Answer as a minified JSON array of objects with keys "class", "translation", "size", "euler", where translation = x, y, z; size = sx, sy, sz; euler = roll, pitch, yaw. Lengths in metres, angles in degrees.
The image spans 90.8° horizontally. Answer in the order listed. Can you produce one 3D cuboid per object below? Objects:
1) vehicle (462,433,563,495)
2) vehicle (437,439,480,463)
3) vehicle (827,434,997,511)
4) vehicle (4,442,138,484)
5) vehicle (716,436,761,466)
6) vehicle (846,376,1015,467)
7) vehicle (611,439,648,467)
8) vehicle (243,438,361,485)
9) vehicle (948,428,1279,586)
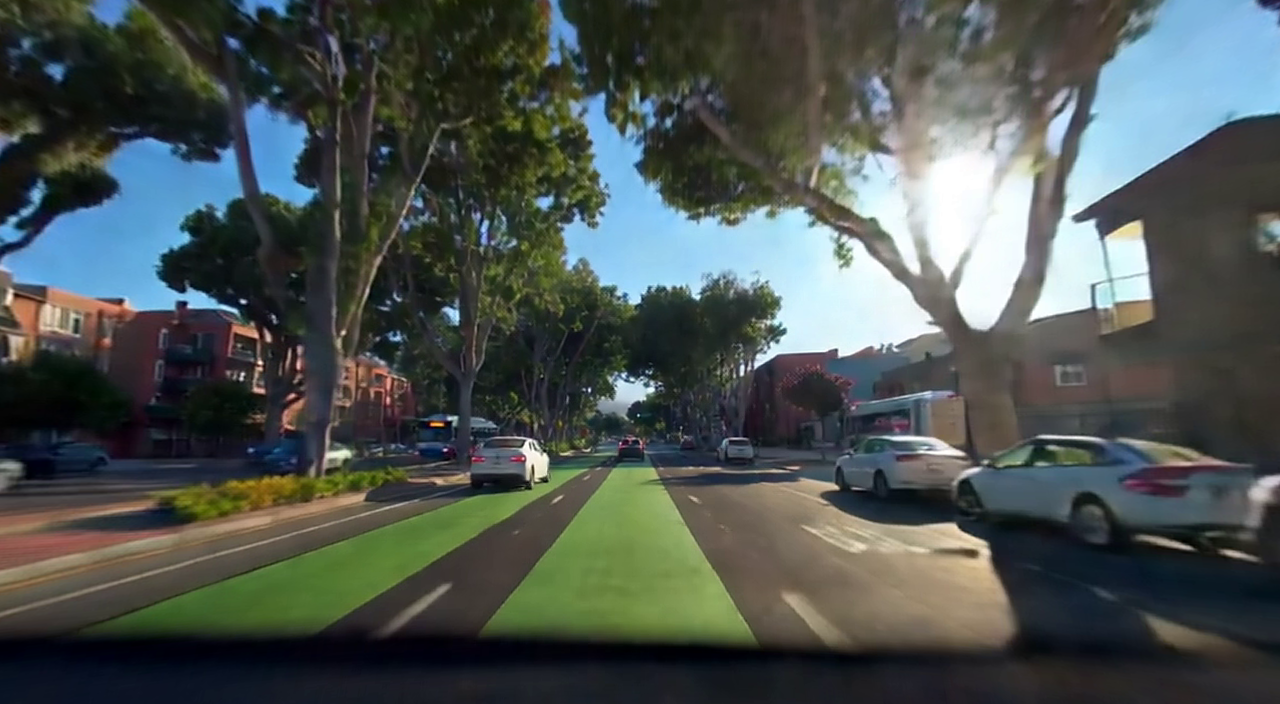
[{"class":"vehicle","translation":[-3.446,3.114,17.981],"size":[1.934,1.522,4.287],"euler":[0,-8,1]},{"class":"vehicle","translation":[-12.077,6.609,42.223],"size":[1.797,1.532,3.869],"euler":[0,-8,-1]},{"class":"vehicle","translation":[6.320,2.827,15.342],"size":[2.130,1.584,4.181],"euler":[0,-8,-2]},{"class":"vehicle","translation":[-21.958,4.268,24.601],"size":[1.671,1.474,3.726],"euler":[0,-8,0]},{"class":"vehicle","translation":[6.451,6.560,42.061],"size":[2.206,1.803,5.753],"euler":[0,-8,1]},{"class":"vehicle","translation":[17.784,4.705,41.156],"size":[3.225,4.571,16.558],"euler":[-2,-8,0]},{"class":"vehicle","translation":[-0.554,5.855,36.782],"size":[1.999,1.520,3.896],"euler":[0,-8,1]},{"class":"vehicle","translation":[-11.692,3.790,22.260],"size":[1.804,1.462,4.392],"euler":[0,-8,-2]},{"class":"vehicle","translation":[6.561,1.930,8.853],"size":[2.077,1.596,4.625],"euler":[0,-8,-1]}]
